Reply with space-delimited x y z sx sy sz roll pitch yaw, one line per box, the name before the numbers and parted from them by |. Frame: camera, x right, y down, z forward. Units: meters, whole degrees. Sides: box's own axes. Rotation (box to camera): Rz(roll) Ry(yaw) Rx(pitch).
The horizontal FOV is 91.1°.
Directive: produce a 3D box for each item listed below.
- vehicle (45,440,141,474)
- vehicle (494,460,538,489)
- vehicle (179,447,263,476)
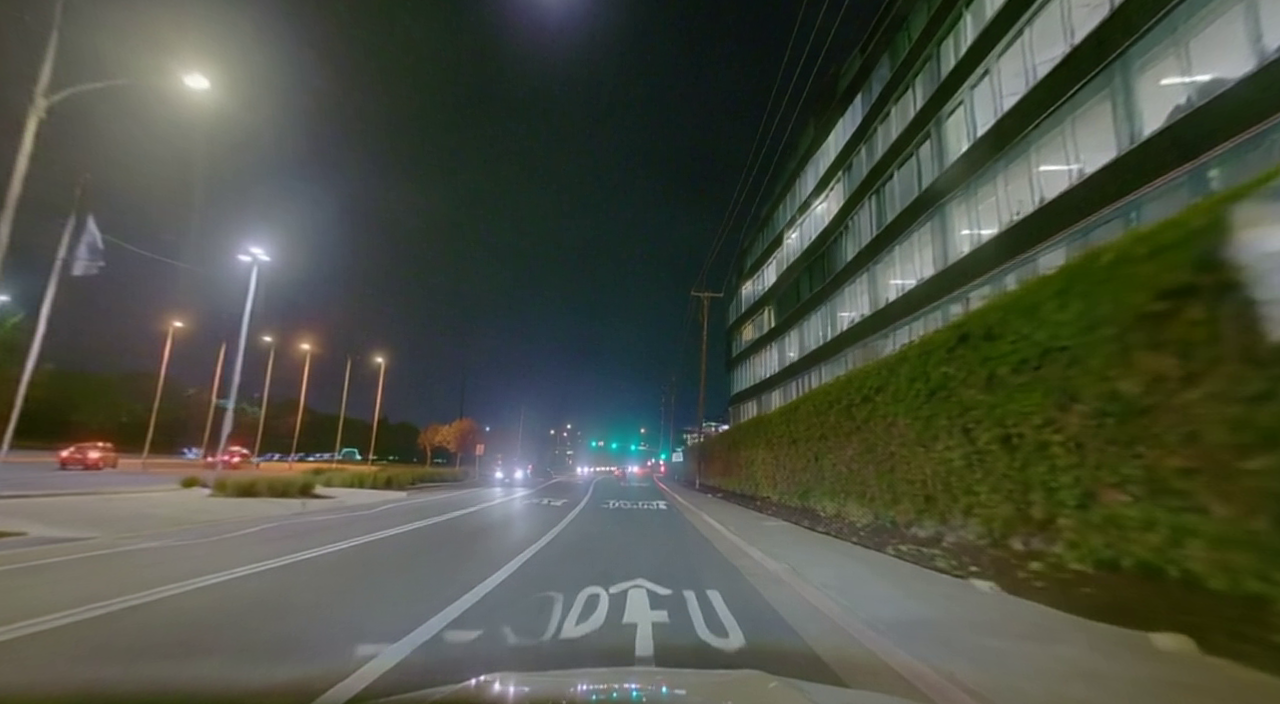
vehicle | -28.631 5.523 32.898 3.973 1.647 1.896 -3 -11 19
vehicle | -7.191 7.155 36.779 1.922 1.540 3.771 1 -11 -2
vehicle | -26.350 6.873 39.521 4.630 1.710 2.035 -4 -11 23
